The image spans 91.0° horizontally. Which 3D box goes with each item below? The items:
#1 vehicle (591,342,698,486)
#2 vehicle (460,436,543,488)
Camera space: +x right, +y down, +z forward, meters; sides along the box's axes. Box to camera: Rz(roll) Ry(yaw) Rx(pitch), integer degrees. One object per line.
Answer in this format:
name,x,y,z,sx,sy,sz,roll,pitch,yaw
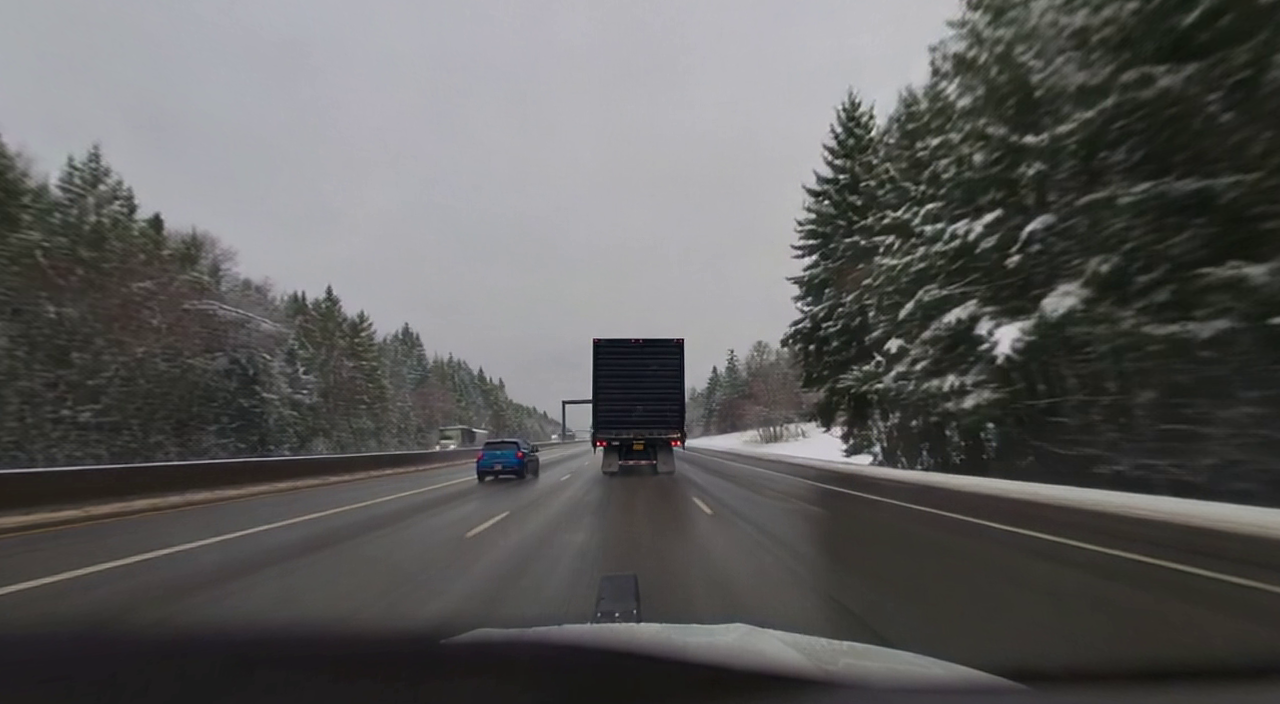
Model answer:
vehicle,0.002,2.527,23.607,3.073,4.196,10.546,0,-8,-1
vehicle,-4.500,3.634,21.180,1.854,1.530,4.268,0,-8,0
